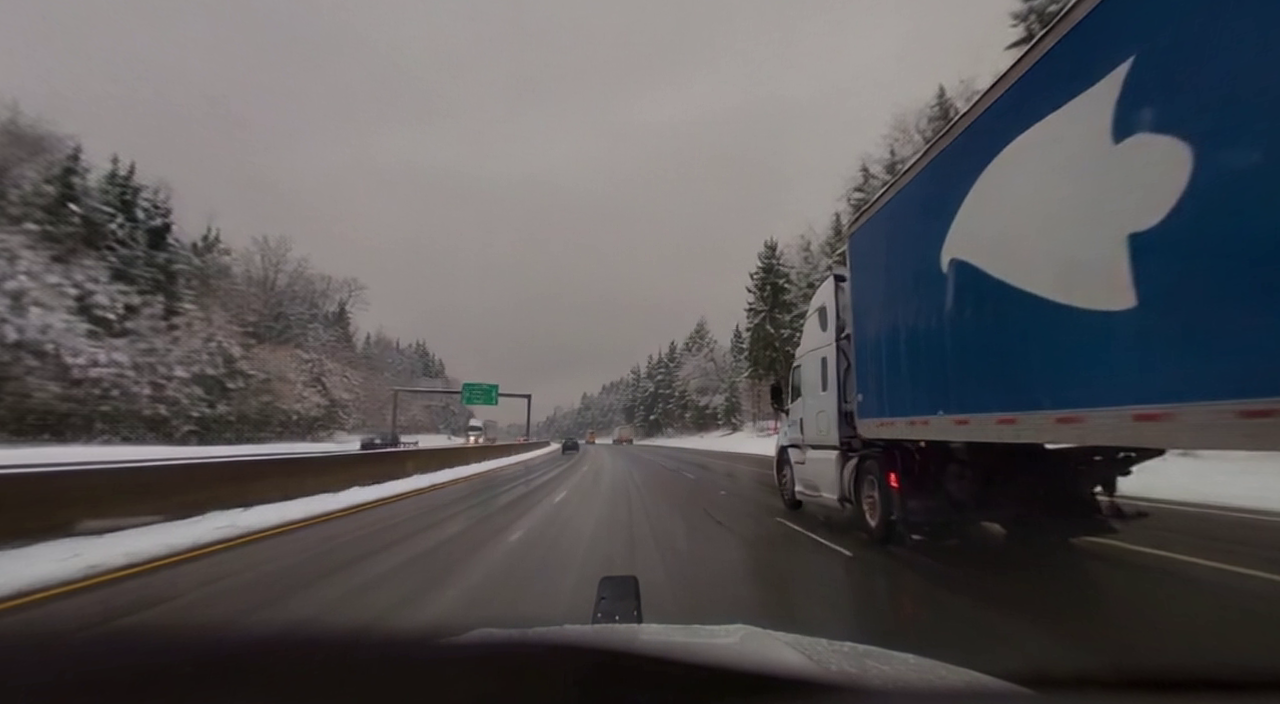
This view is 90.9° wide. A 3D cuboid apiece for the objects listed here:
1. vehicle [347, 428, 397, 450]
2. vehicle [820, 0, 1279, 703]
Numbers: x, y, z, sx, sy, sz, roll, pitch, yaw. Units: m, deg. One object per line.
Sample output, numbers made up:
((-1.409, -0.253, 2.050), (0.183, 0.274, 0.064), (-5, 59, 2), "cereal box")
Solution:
((-20.091, 6.546, 47.382), (1.905, 1.567, 4.492), (0, -8, -2), "vehicle")
((4.178, -0.454, 1.888), (2.910, 4.051, 14.278), (0, -8, -1), "vehicle")
